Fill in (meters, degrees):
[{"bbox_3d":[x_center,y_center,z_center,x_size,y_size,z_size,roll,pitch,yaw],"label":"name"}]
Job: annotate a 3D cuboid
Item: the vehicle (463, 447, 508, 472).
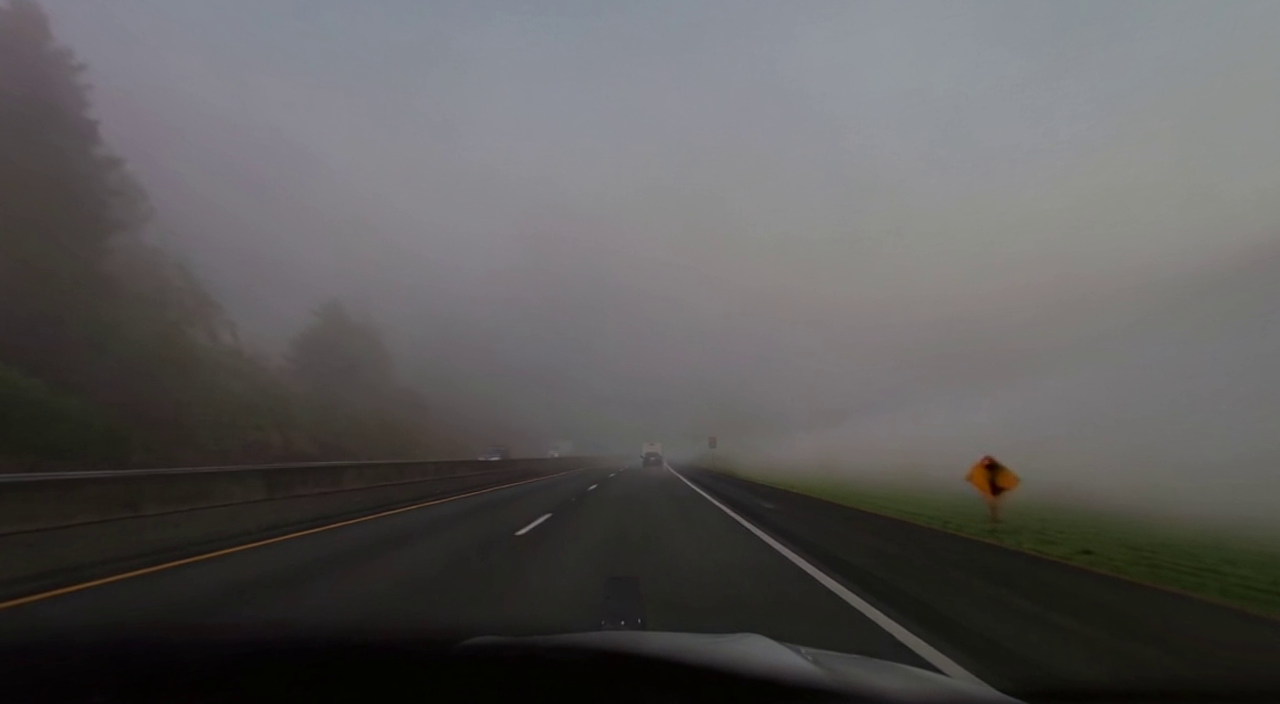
[{"bbox_3d":[-11.982,8.369,49.275,2.059,1.763,5.143,-1,-9,2],"label":"vehicle"}]
